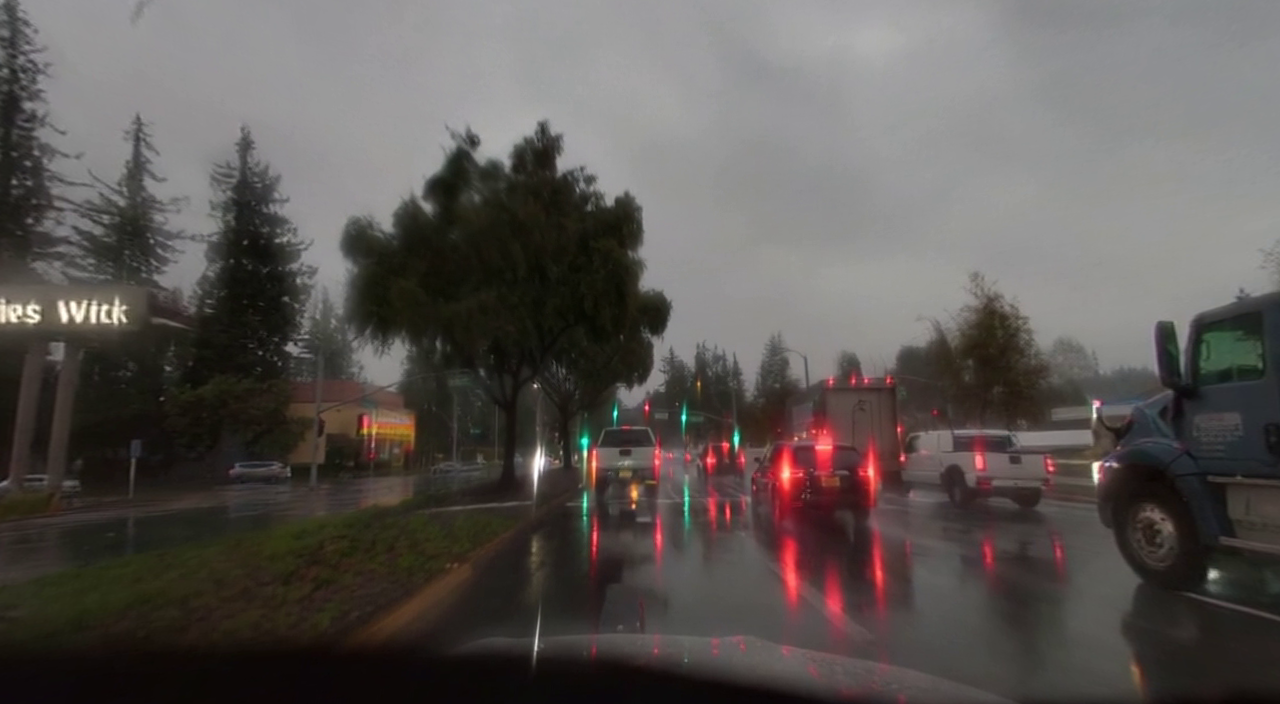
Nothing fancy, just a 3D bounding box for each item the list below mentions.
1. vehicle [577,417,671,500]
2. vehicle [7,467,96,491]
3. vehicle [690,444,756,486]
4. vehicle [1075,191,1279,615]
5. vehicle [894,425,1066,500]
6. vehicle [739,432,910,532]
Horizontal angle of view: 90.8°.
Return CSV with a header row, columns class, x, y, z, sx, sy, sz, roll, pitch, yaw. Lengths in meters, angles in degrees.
class,x,y,z,sx,sy,sz,roll,pitch,yaw
vehicle,-0.461,3.236,19.460,2.499,2.183,5.111,0,-9,-1
vehicle,-38.172,8.221,41.011,4.150,1.474,1.826,-2,-9,7
vehicle,3.151,4.420,25.006,1.922,1.483,4.436,0,-9,-1
vehicle,6.473,0.165,3.443,2.802,3.322,7.429,0,-9,0
vehicle,10.229,3.395,19.759,2.163,1.973,5.692,0,-9,-1
vehicle,3.363,2.472,12.713,1.905,1.587,4.998,0,-9,0
